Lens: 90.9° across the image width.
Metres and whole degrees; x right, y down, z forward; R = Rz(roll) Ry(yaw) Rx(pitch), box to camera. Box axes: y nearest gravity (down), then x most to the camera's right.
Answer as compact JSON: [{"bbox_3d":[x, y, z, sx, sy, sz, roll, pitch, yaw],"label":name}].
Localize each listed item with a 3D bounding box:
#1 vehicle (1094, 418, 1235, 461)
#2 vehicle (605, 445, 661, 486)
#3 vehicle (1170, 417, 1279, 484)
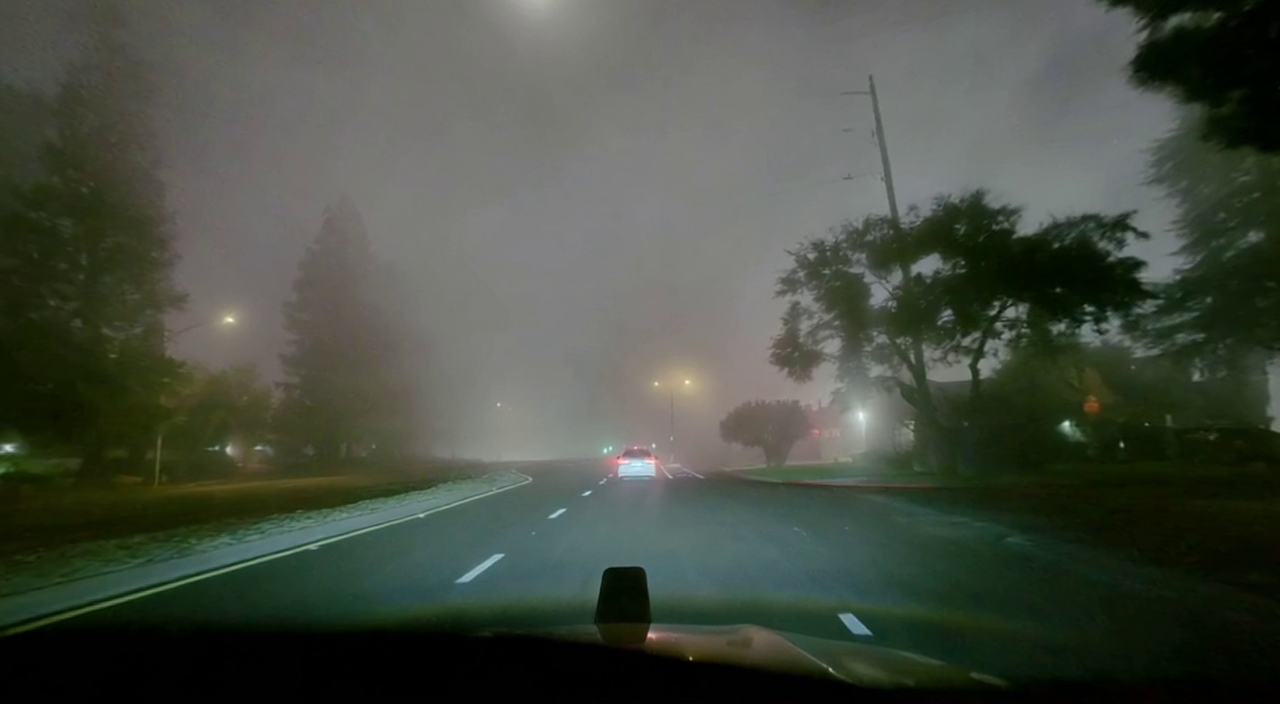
[{"bbox_3d":[21.543,3.638,26.156,1.928,1.614,4.267,1,-8,-5],"label":"vehicle"},{"bbox_3d":[-0.228,4.375,24.654,2.009,1.456,4.003,0,-8,1],"label":"vehicle"},{"bbox_3d":[19.071,2.878,18.487,5.018,1.844,2.156,0,-8,0],"label":"vehicle"}]
